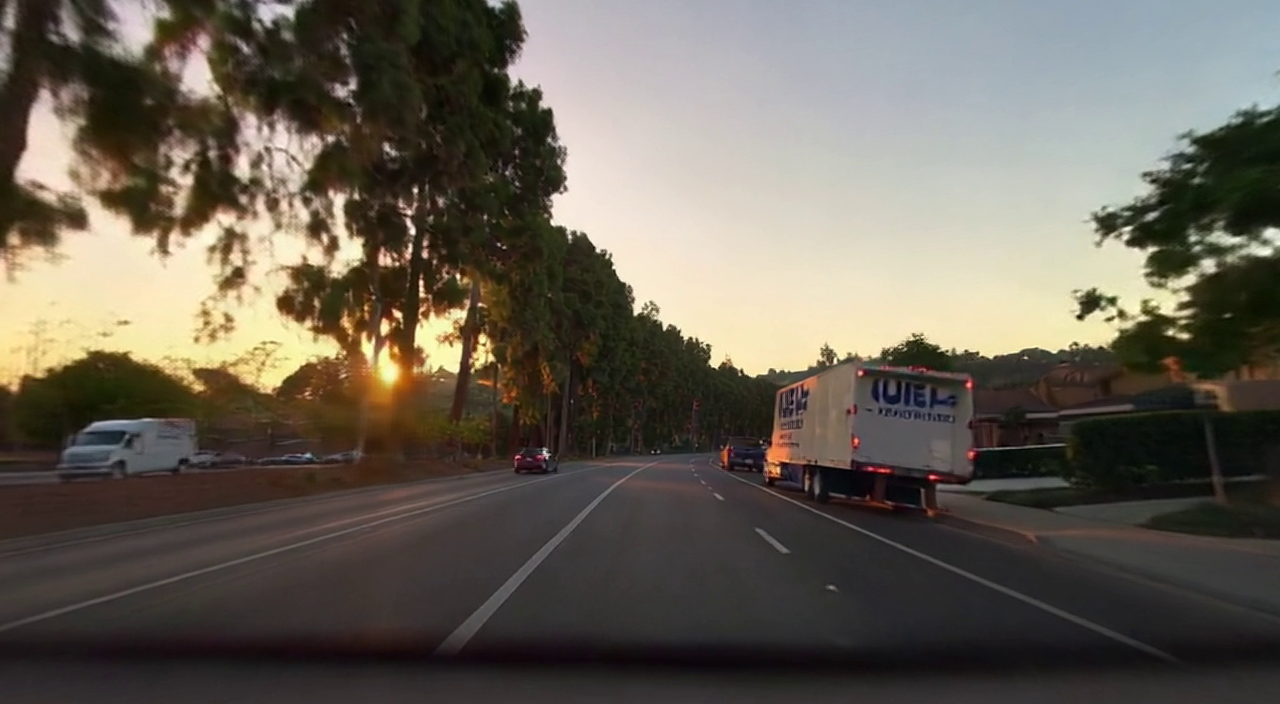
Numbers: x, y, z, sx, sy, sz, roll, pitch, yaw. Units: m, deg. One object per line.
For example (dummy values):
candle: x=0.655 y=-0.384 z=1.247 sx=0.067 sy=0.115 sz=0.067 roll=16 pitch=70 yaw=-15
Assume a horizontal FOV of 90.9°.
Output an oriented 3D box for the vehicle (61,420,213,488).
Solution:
vehicle: x=-22.546 y=4.594 z=28.728 sx=2.421 sy=2.746 sz=5.968 roll=1 pitch=-8 yaw=-6

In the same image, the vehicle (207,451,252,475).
vehicle: x=-30.551 y=8.195 z=46.856 sx=2.118 sy=1.670 sz=4.487 roll=7 pitch=-11 yaw=-40

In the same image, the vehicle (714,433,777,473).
vehicle: x=5.751 y=5.636 z=35.380 sx=2.695 sy=2.013 sz=6.661 roll=0 pitch=-8 yaw=3

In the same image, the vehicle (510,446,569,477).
vehicle: x=-5.154 y=5.654 z=32.914 sx=2.060 sy=1.473 sz=4.645 roll=0 pitch=-8 yaw=3
